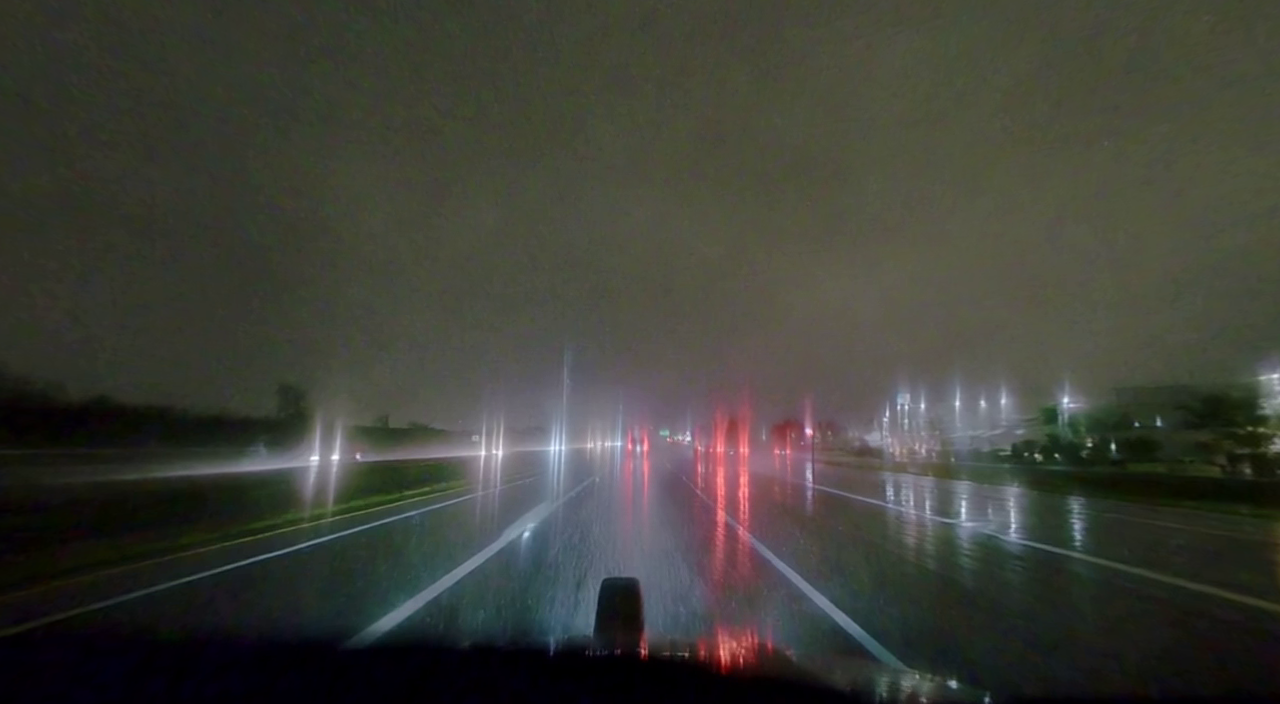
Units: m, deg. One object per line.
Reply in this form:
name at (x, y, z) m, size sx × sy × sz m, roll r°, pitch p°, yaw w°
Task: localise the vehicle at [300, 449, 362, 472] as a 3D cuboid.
vehicle at (-21.666, 7.576, 44.447) m, size 1.911 × 1.464 × 4.716 m, roll 0°, pitch -8°, yaw 1°
